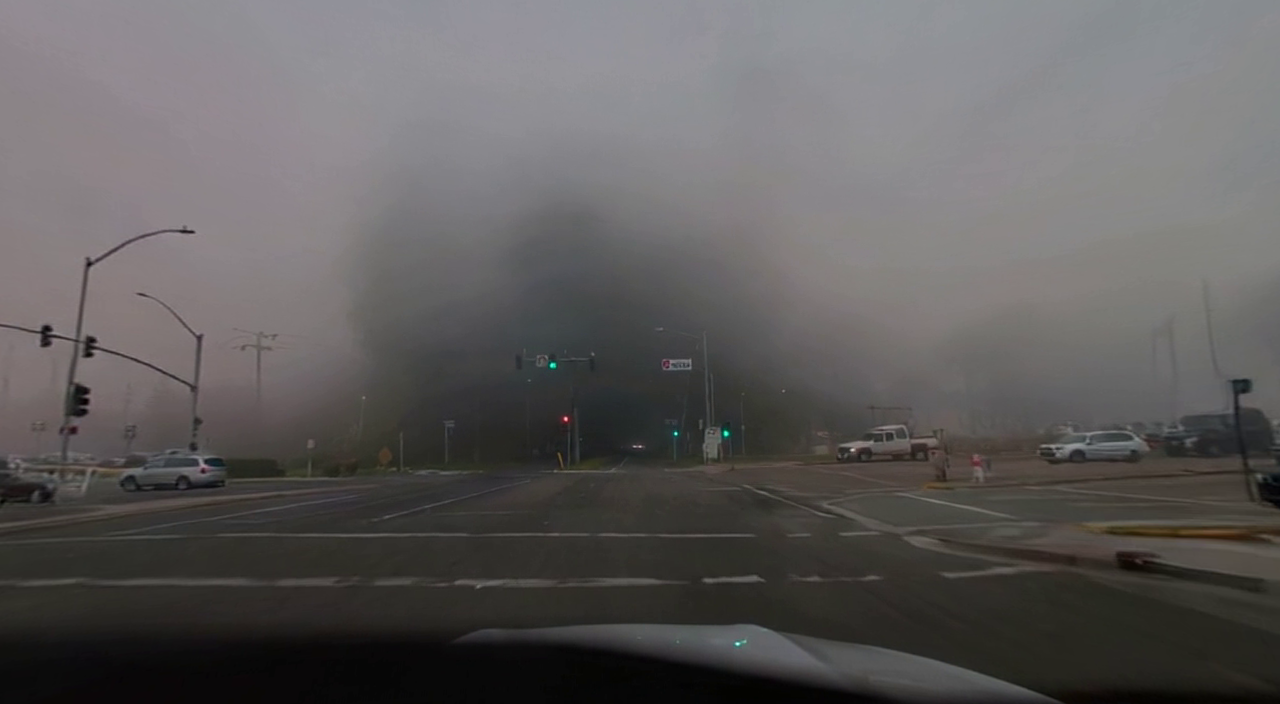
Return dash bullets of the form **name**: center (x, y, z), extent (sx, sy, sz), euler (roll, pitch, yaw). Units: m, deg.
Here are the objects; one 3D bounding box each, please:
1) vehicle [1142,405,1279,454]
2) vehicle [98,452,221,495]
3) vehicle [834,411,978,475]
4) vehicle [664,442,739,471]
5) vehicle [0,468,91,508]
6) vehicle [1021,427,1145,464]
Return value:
- **vehicle**: center (28.937, 3.883, 31.373), extent (5.625, 2.303, 2.592), euler (0, -9, 1)
- **vehicle**: center (-25.871, 6.523, 34.116), extent (5.056, 1.839, 1.957), euler (-3, -6, -1)
- **vehicle**: center (13.323, 4.801, 33.089), extent (2.944, 2.783, 10.332), euler (0, -9, -1)
- **vehicle**: center (4.882, 8.172, 49.734), extent (2.703, 2.082, 6.059), euler (-8, -12, 43)
- **vehicle**: center (-25.798, 5.580, 26.015), extent (4.448, 1.525, 1.835), euler (1, -9, -6)
- **vehicle**: center (21.594, 4.577, 30.921), extent (4.578, 1.756, 2.042), euler (1, -9, -4)
